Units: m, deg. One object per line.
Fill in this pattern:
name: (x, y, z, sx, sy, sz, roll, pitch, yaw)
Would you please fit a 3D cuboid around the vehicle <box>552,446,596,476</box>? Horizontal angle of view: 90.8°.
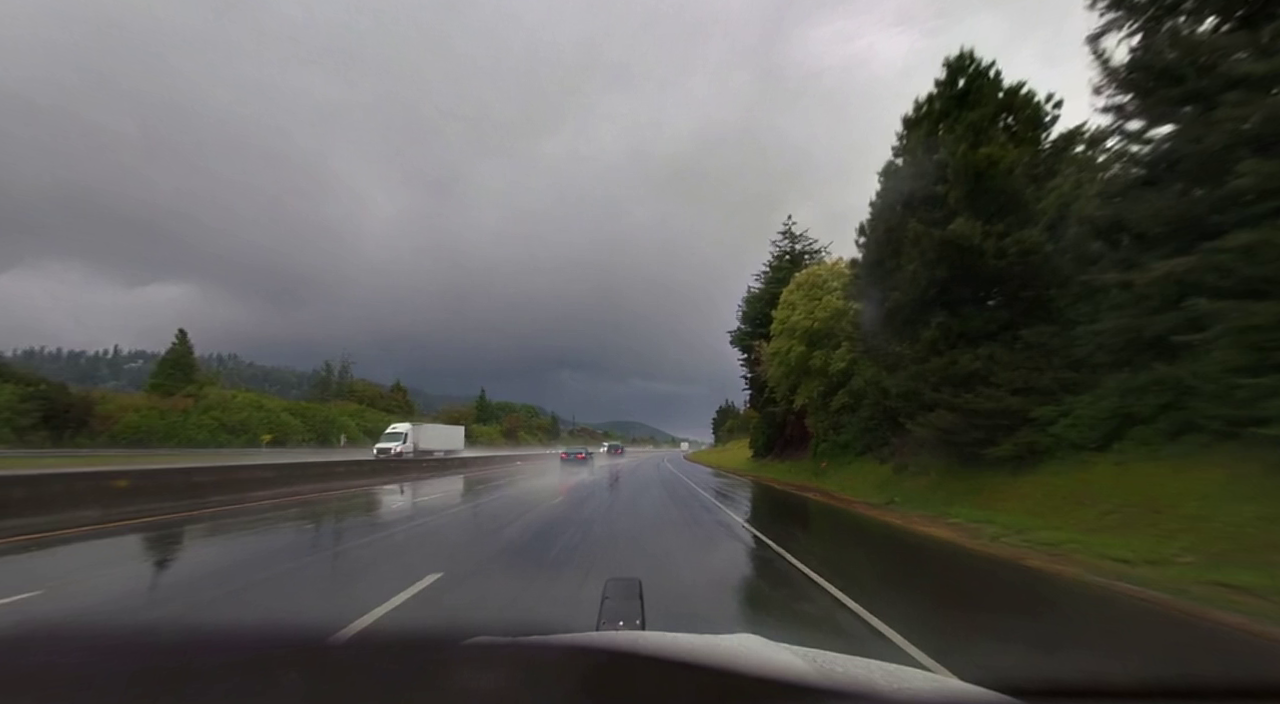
vehicle: (-3.444, 5.788, 33.715, 1.858, 1.459, 4.091, 0, -9, 1)
